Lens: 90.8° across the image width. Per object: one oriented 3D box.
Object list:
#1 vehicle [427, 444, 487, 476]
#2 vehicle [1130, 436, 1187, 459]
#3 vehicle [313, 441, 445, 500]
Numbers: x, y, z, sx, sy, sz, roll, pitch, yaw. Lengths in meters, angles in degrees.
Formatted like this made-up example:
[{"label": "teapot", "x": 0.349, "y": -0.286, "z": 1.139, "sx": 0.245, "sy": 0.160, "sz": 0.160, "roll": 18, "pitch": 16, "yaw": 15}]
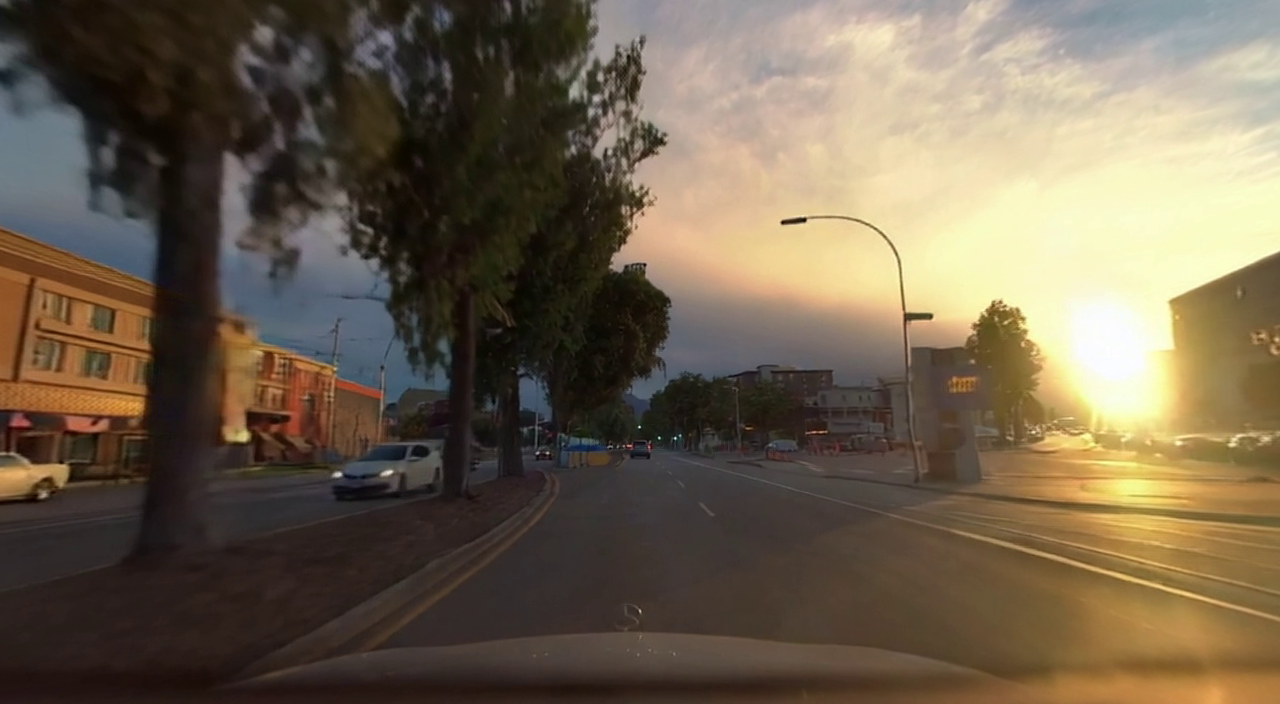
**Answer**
[{"label": "vehicle", "x": -11.016, "y": 6.514, "z": 38.353, "sx": 2.112, "sy": 1.809, "sz": 4.921, "roll": -1, "pitch": -9, "yaw": 1}, {"label": "vehicle", "x": 38.424, "y": 7.084, "z": 46.894, "sx": 1.825, "sy": 1.627, "sz": 4.293, "roll": -4, "pitch": -9, "yaw": 20}, {"label": "vehicle", "x": -7.416, "y": 3.404, "z": 18.541, "sx": 1.999, "sy": 1.478, "sz": 4.441, "roll": -1, "pitch": -9, "yaw": 0}]
